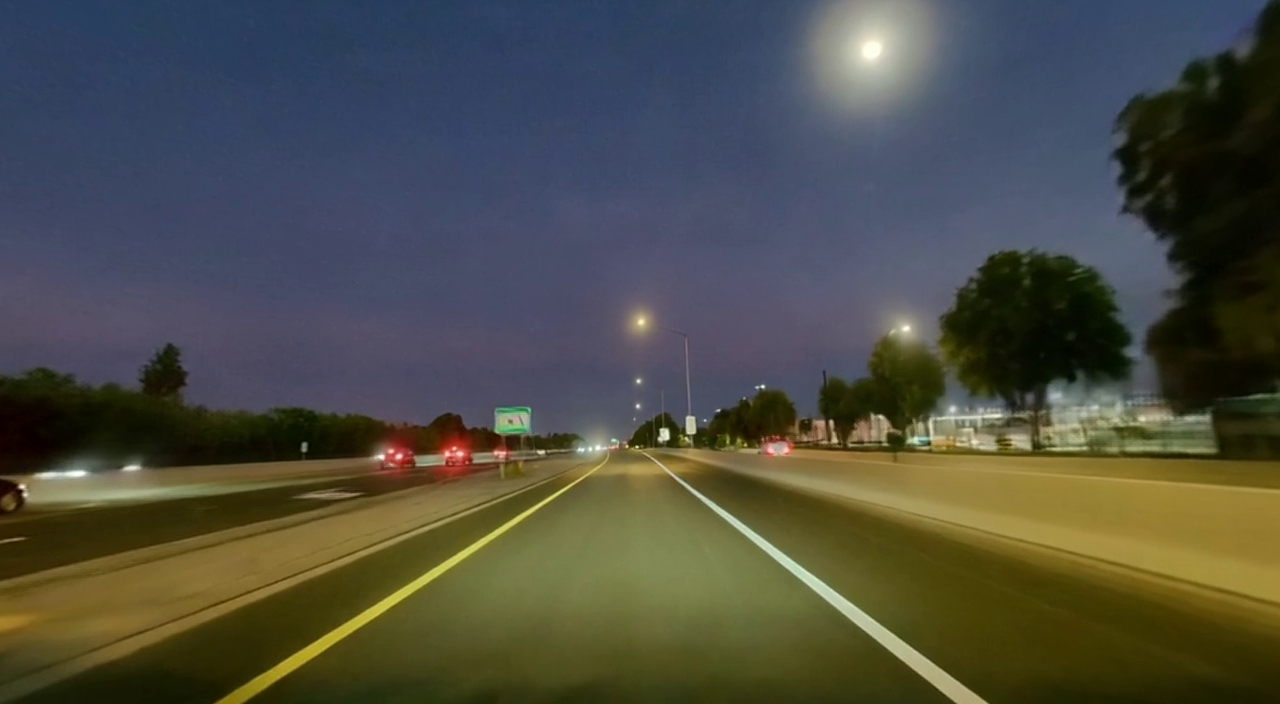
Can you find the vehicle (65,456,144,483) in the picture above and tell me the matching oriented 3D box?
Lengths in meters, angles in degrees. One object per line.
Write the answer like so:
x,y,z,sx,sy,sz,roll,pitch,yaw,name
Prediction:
-36.302,7.950,42.964,1.978,1.492,4.214,-2,-8,-5,vehicle
